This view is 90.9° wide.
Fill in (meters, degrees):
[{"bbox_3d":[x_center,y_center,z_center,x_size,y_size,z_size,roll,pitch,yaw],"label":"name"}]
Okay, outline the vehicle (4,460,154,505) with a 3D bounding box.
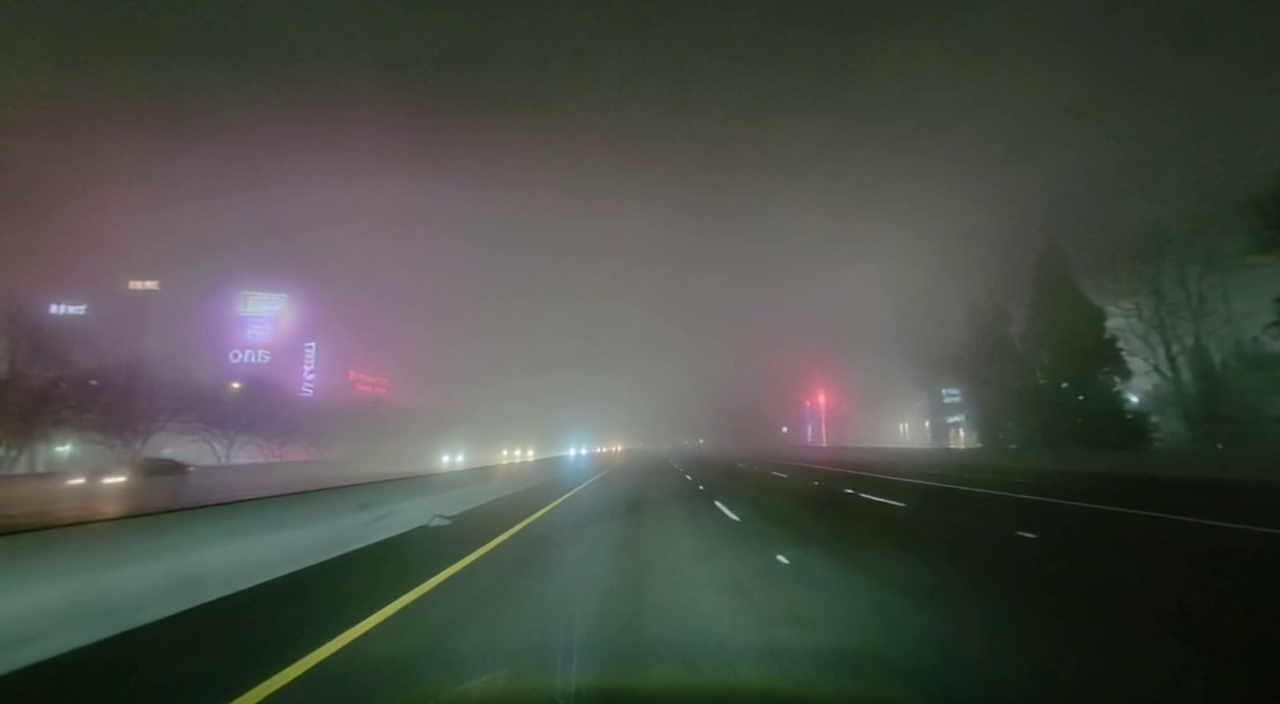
[{"bbox_3d":[-22.157,5.129,25.209,1.888,1.494,4.467,0,-8,0],"label":"vehicle"}]
